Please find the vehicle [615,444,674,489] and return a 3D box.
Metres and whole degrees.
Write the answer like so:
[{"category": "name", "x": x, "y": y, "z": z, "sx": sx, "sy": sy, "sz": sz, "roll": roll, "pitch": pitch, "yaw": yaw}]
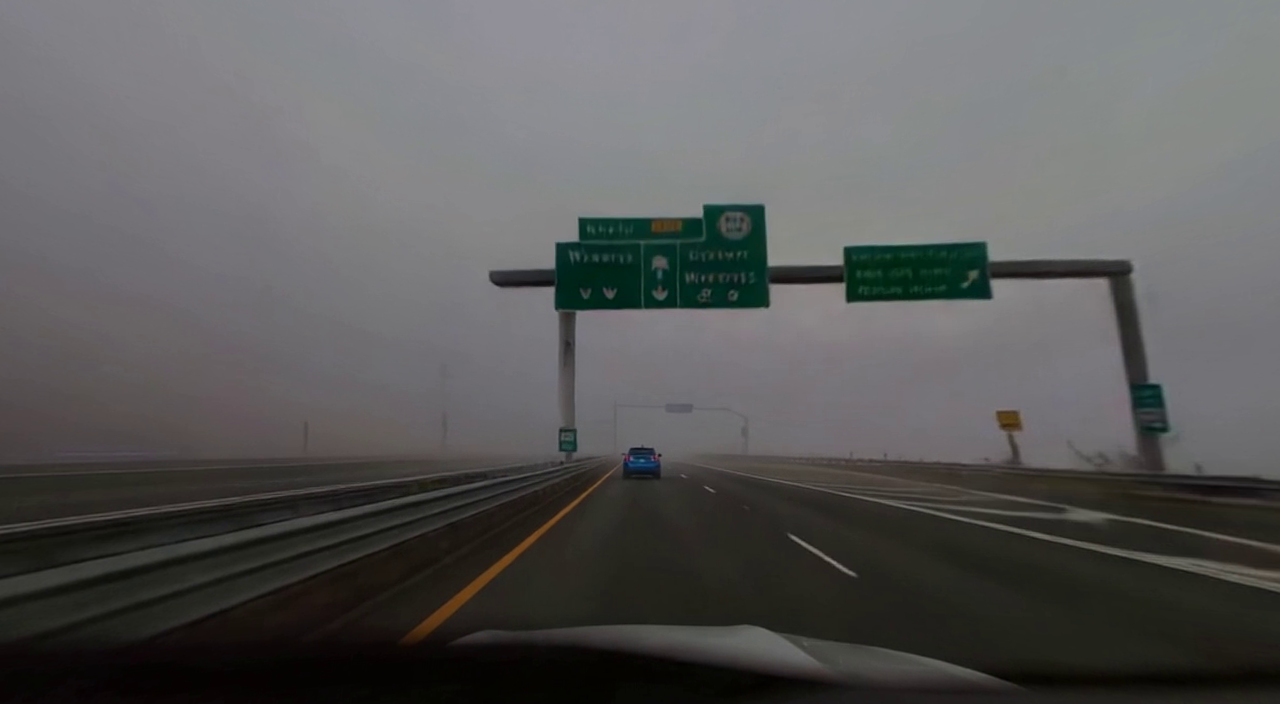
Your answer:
[{"category": "vehicle", "x": 0.136, "y": 4.323, "z": 24.122, "sx": 2.069, "sy": 1.523, "sz": 4.012, "roll": 0, "pitch": -9, "yaw": -1}]
